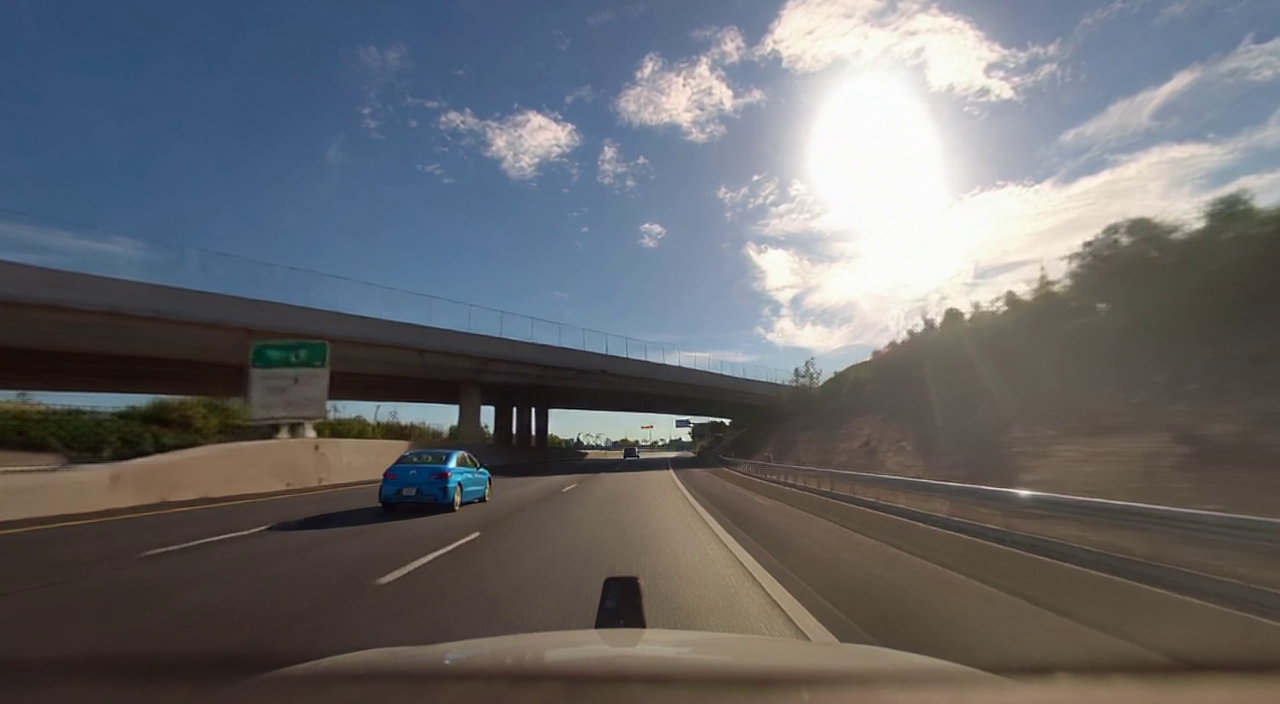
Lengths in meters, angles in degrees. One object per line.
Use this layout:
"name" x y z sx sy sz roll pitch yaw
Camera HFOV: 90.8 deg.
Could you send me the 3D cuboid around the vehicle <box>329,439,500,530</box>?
"vehicle" -4.198 2.507 12.481 1.928 1.504 3.745 0 -9 1
